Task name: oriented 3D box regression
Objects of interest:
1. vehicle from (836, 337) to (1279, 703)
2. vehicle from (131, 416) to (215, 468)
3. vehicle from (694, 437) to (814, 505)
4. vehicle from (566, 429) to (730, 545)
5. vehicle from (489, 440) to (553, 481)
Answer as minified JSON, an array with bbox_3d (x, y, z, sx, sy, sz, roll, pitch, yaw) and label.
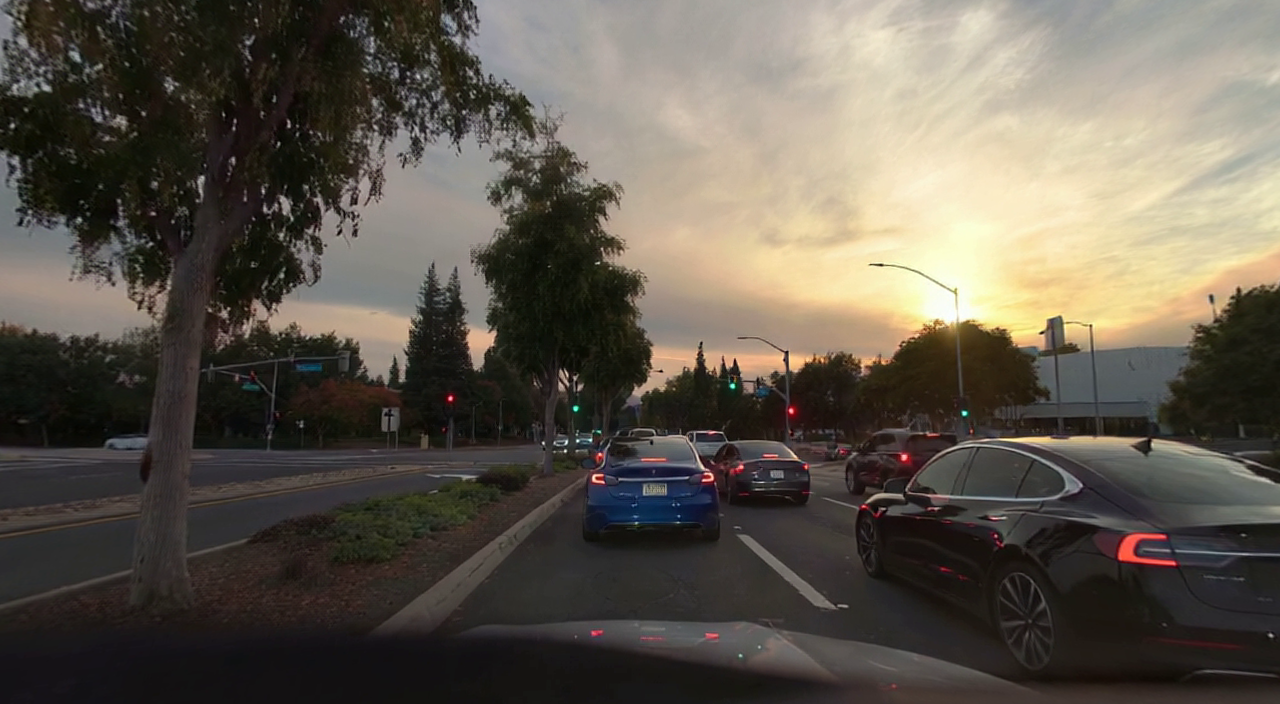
[{"bbox_3d":[3.180,1.105,4.297,2.167,1.676,4.443,0,-8,-1],"label":"vehicle"},{"bbox_3d":[-29.251,5.627,39.700,2.608,2.990,3.026,2,-8,3],"label":"vehicle"},{"bbox_3d":[2.692,2.933,16.029,2.058,1.466,4.208,0,-8,-3],"label":"vehicle"},{"bbox_3d":[0.025,2.084,10.460,2.147,1.499,4.240,0,-8,-2],"label":"vehicle"},{"bbox_3d":[-4.638,4.289,25.248,1.972,1.457,4.171,0,-8,-4],"label":"vehicle"}]
